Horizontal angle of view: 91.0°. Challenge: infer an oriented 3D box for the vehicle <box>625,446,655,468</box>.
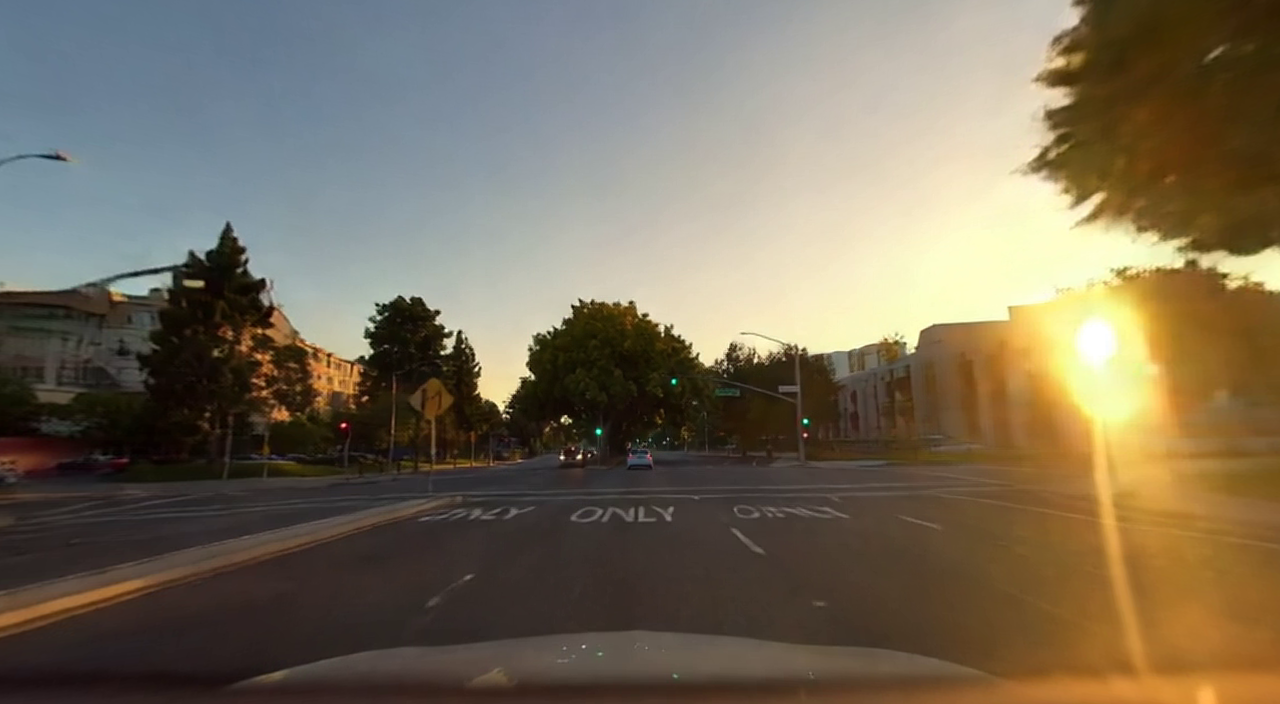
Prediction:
[{"bbox_3d":[-0.016,7.529,45.166,2.064,1.477,3.968,0,-9,0],"label":"vehicle"}]
